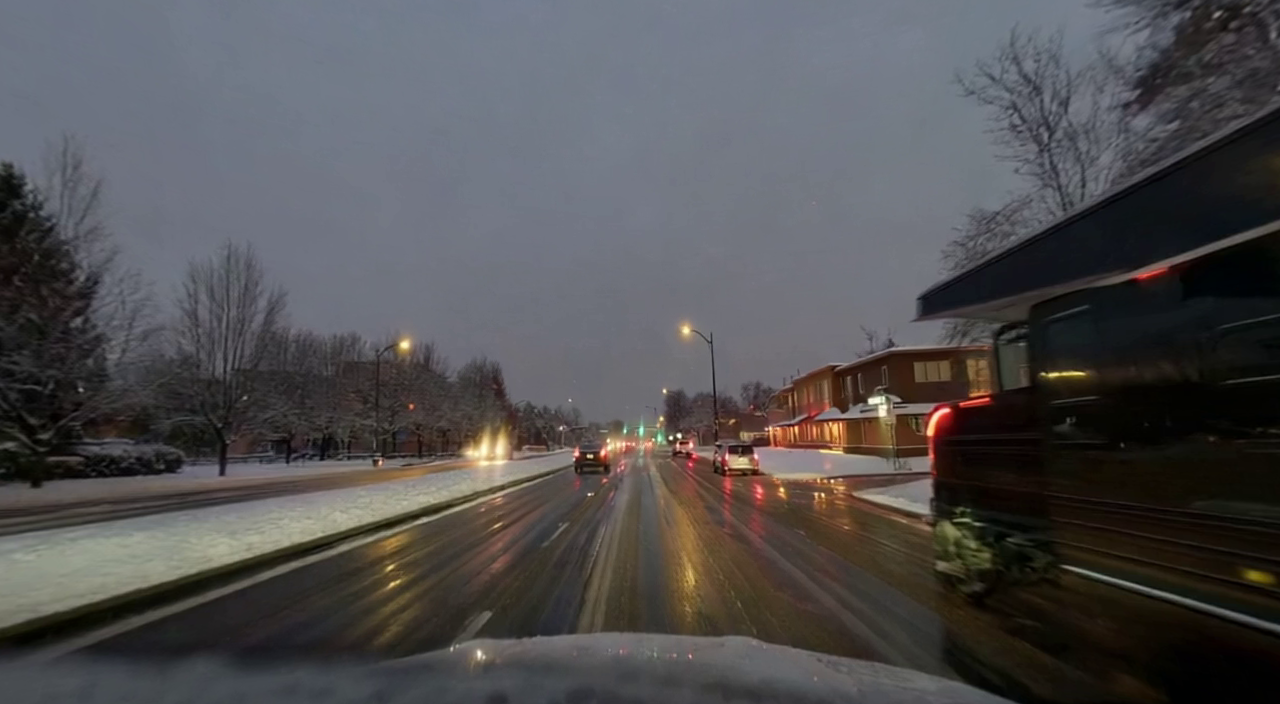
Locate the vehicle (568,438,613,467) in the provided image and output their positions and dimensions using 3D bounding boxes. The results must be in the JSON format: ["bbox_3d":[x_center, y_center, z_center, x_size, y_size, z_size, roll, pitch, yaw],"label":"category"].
[{"bbox_3d":[-2.728,5.669,35.687,2.176,1.543,4.335,0,-8,1],"label":"vehicle"}]

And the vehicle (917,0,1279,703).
[{"bbox_3d":[4.210,-0.379,1.714,3.038,4.027,8.712,0,-8,1],"label":"vehicle"}]

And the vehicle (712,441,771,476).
[{"bbox_3d":[4.651,4.937,29.580,2.025,1.500,4.465,0,-8,0],"label":"vehicle"}]
